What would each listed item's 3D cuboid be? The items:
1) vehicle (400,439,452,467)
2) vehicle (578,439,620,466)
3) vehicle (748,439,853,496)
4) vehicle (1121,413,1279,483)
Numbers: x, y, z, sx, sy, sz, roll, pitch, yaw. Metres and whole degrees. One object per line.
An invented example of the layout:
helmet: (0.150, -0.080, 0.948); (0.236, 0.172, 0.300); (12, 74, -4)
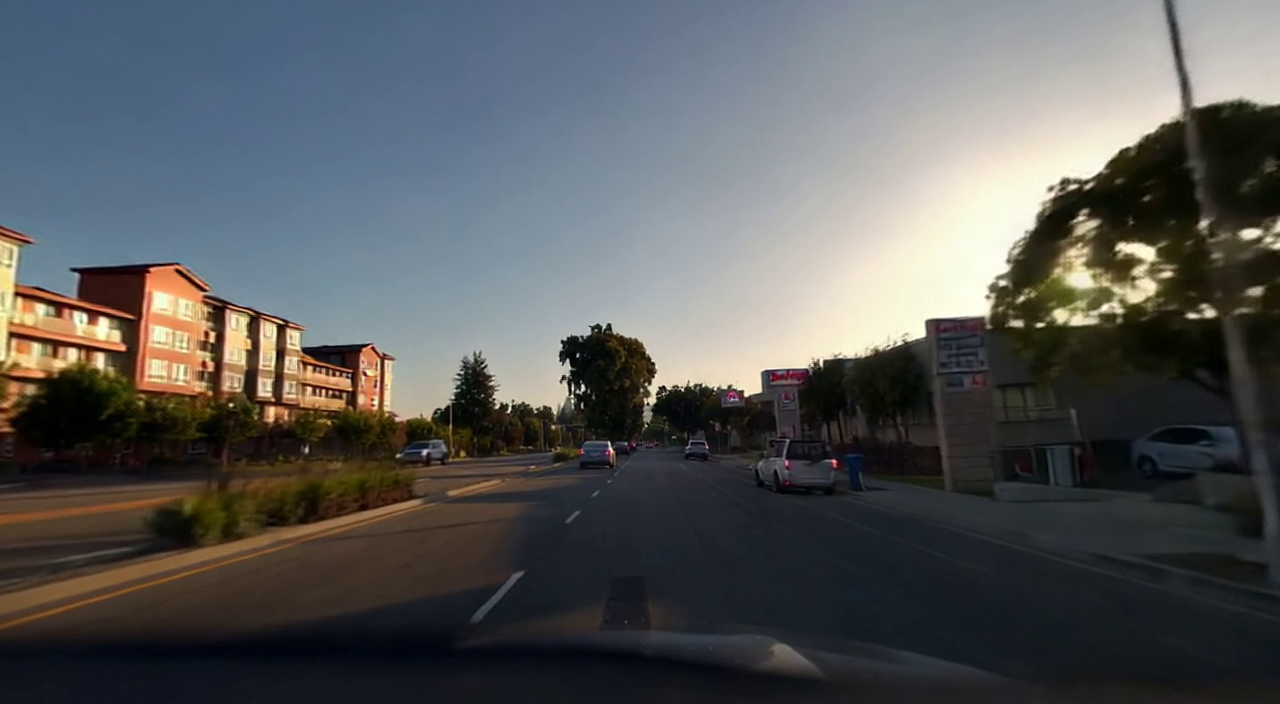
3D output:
vehicle: (-14.367, 6.776, 42.507); (1.973, 1.742, 4.024); (0, -8, 1)
vehicle: (-2.449, 6.146, 38.648); (2.176, 1.543, 4.335); (0, -8, 1)
vehicle: (4.631, 3.379, 18.897); (2.025, 1.500, 4.465); (0, -8, 1)
vehicle: (15.828, 2.536, 16.740); (2.259, 1.602, 4.606); (0, -8, -4)
